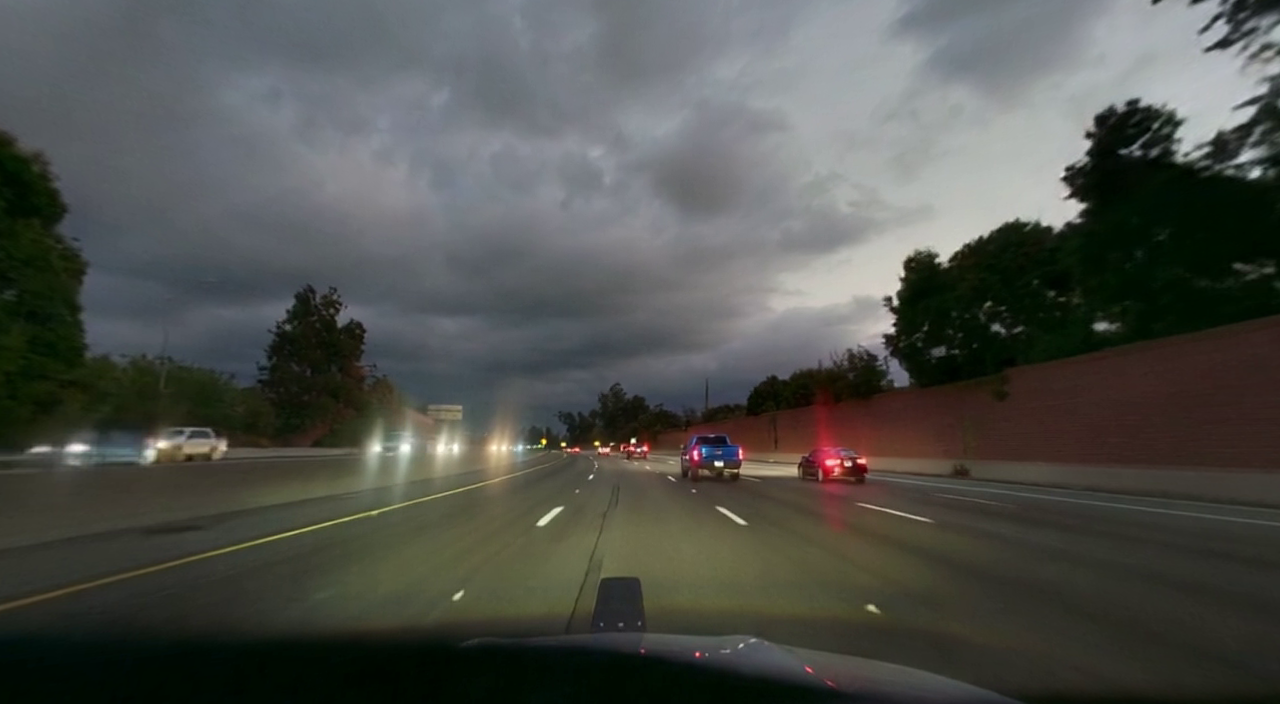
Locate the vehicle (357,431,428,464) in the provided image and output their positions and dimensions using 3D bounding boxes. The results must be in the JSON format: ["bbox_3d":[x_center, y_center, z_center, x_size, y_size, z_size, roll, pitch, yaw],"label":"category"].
[{"bbox_3d":[-15.234,5.940,39.297,2.330,1.837,5.815,0,-8,-3],"label":"vehicle"}]

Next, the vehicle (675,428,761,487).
[{"bbox_3d":[2.794,3.983,24.172,2.374,1.952,5.431,0,-8,-2],"label":"vehicle"}]

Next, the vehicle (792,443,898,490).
[{"bbox_3d":[7.193,4.058,22.808,1.976,1.485,4.925,0,-8,-3],"label":"vehicle"}]

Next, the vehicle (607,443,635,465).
[{"bbox_3d":[-1.537,7.919,49.115,2.050,1.607,3.821,0,-8,-4],"label":"vehicle"}]

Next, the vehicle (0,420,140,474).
[{"bbox_3d":[-22.220,3.665,24.354,2.101,1.868,4.631,0,-8,-2],"label":"vehicle"}]

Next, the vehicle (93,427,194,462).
[{"bbox_3d":[-32.599,6.112,41.659,2.194,2.133,5.403,0,-8,1],"label":"vehicle"}]
